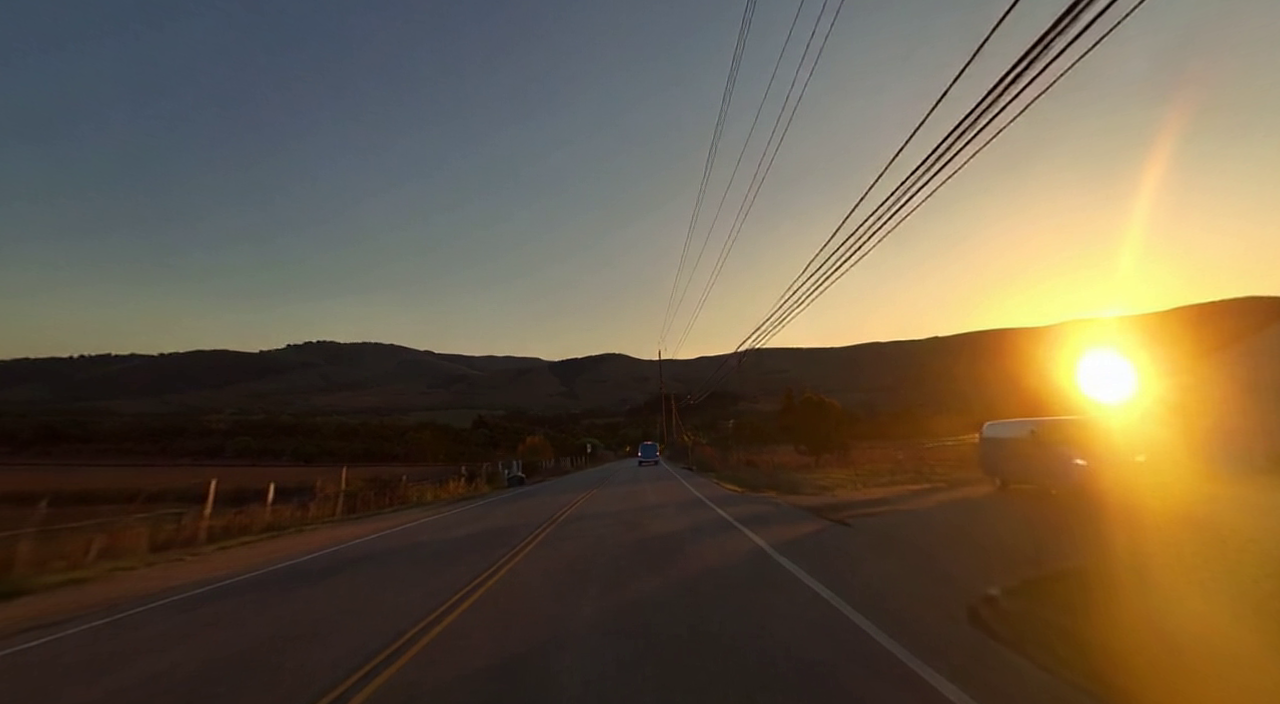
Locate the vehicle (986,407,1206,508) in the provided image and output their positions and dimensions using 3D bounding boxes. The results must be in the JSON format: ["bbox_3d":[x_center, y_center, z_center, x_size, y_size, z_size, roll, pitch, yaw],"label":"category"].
[{"bbox_3d":[10.602,2.487,15.209,2.077,1.919,4.690,-4,-8,6],"label":"vehicle"}]
